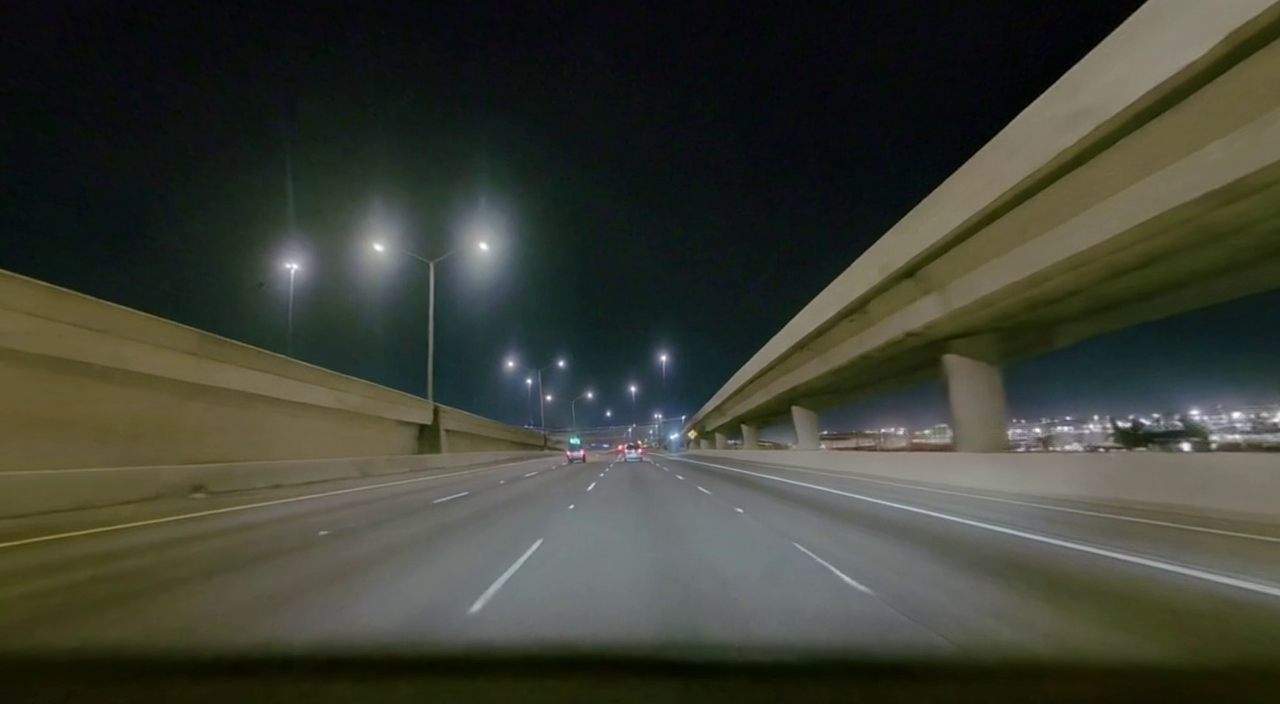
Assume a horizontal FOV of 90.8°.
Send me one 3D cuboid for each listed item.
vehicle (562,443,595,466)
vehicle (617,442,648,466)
[{"bbox_3d":[-4.441,7.459,46.168,2.000,1.646,4.201,0,-8,-1],"label":"vehicle"},{"bbox_3d":[-0.547,7.337,45.678,2.132,1.657,3.967,0,-8,-1],"label":"vehicle"}]
